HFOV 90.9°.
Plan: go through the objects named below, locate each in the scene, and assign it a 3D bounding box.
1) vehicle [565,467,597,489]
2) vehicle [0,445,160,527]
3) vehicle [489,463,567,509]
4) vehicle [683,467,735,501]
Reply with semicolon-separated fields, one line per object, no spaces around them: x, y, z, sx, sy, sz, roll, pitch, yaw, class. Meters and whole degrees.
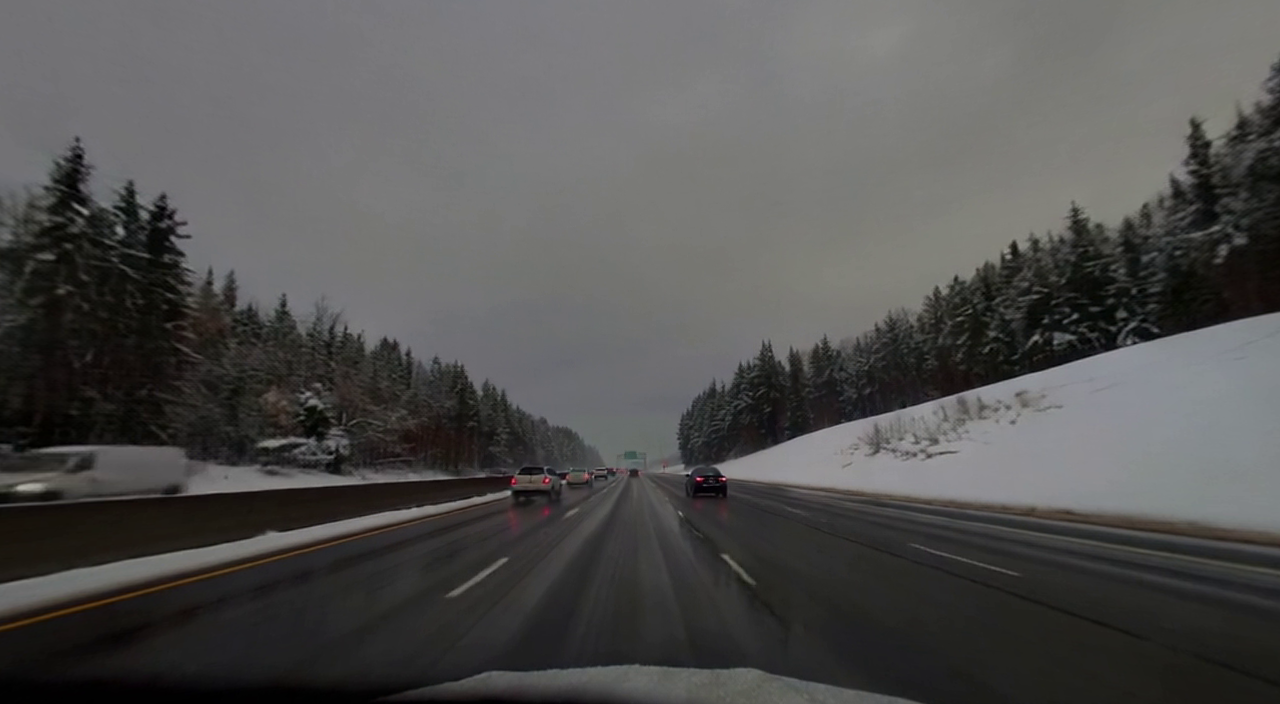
-4.213;9.057;45.460;2.000;1.484;3.995;1;-11;-1;vehicle
-16.660;3.698;17.739;2.179;1.970;5.152;1;-11;0;vehicle
-4.012;4.916;23.458;2.004;1.468;4.812;0;-11;0;vehicle
3.294;6.394;30.712;1.981;1.516;4.109;1;-11;-1;vehicle
